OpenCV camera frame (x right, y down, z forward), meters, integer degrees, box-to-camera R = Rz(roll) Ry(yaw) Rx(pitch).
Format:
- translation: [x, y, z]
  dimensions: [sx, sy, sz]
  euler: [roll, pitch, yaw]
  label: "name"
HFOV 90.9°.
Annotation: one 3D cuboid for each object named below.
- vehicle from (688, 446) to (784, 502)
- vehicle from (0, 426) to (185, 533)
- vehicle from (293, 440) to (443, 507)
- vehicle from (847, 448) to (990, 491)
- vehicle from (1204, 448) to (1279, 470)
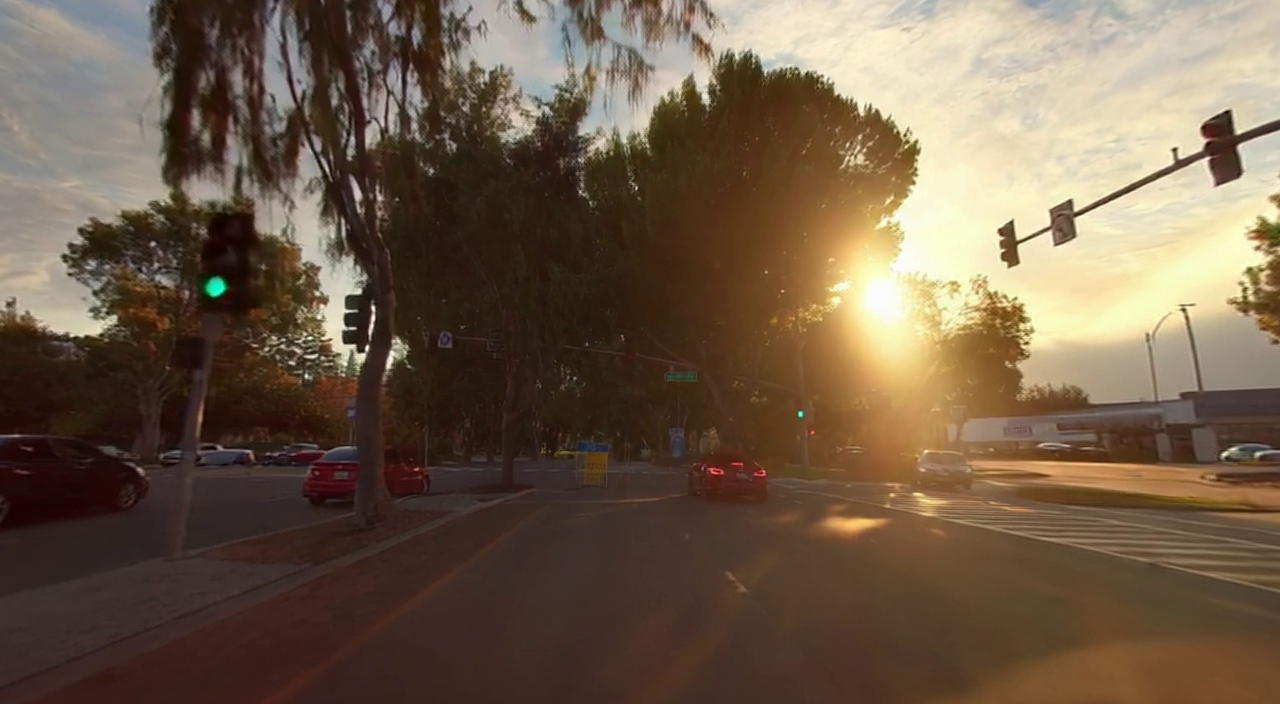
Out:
- translation: [2.809, 3.676, 19.520]
  dimensions: [1.940, 1.487, 4.562]
  euler: [0, -8, -4]
  label: "vehicle"
- translation: [-10.026, 1.995, 10.172]
  dimensions: [1.979, 1.494, 4.693]
  euler: [0, -8, -2]
  label: "vehicle"
- translation: [-6.791, 3.049, 16.394]
  dimensions: [1.995, 1.470, 4.556]
  euler: [0, -8, -2]
  label: "vehicle"
- translation: [10.570, 4.437, 24.034]
  dimensions: [4.703, 1.492, 1.930]
  euler: [2, -9, -14]
  label: "vehicle"
- translation: [43.760, 7.745, 45.834]
  dimensions: [1.723, 1.431, 3.880]
  euler: [0, -8, -1]
  label: "vehicle"
